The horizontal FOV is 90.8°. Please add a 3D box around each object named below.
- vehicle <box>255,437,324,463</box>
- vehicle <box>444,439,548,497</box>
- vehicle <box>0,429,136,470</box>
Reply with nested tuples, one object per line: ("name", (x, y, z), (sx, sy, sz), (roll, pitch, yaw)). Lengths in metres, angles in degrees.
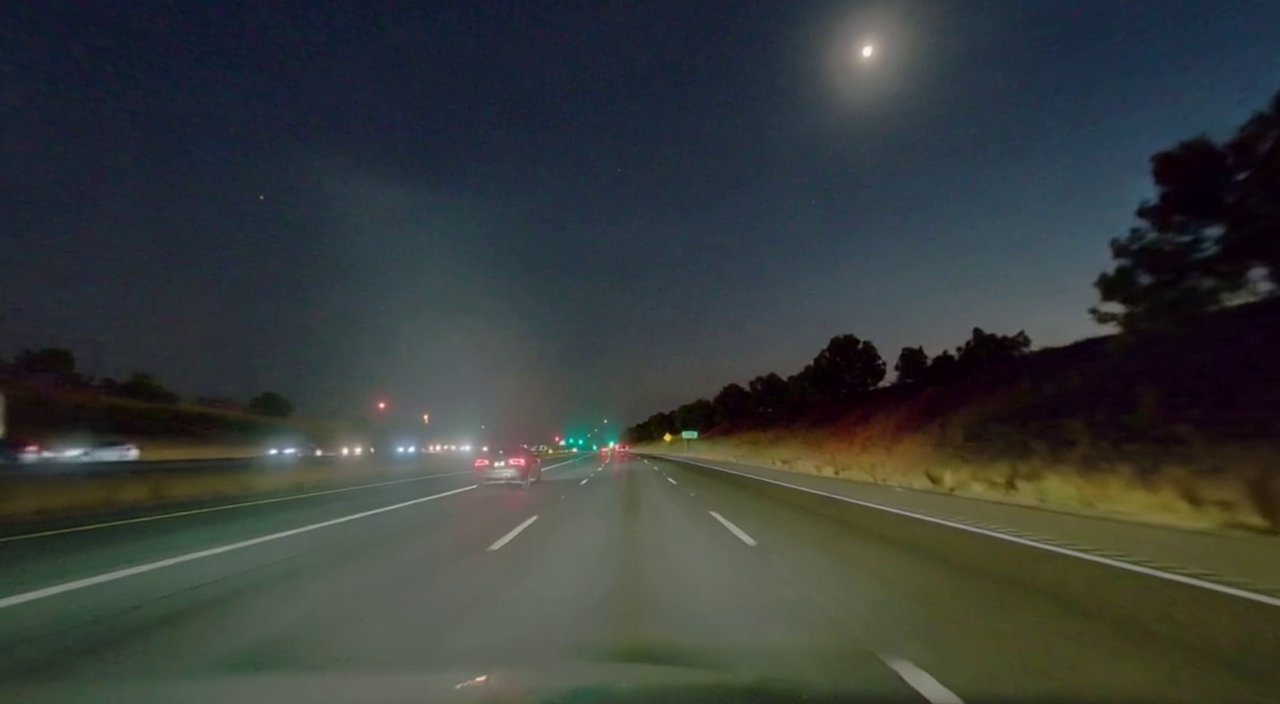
("vehicle", (-25.820, 7.235, 46.807), (2.077, 1.770, 5.488), (0, -9, -1))
("vehicle", (-4.170, 3.453, 19.168), (2.073, 1.516, 4.478), (0, -9, 0))
("vehicle", (-28.944, 4.931, 31.961), (2.204, 1.872, 5.773), (0, -9, -1))
